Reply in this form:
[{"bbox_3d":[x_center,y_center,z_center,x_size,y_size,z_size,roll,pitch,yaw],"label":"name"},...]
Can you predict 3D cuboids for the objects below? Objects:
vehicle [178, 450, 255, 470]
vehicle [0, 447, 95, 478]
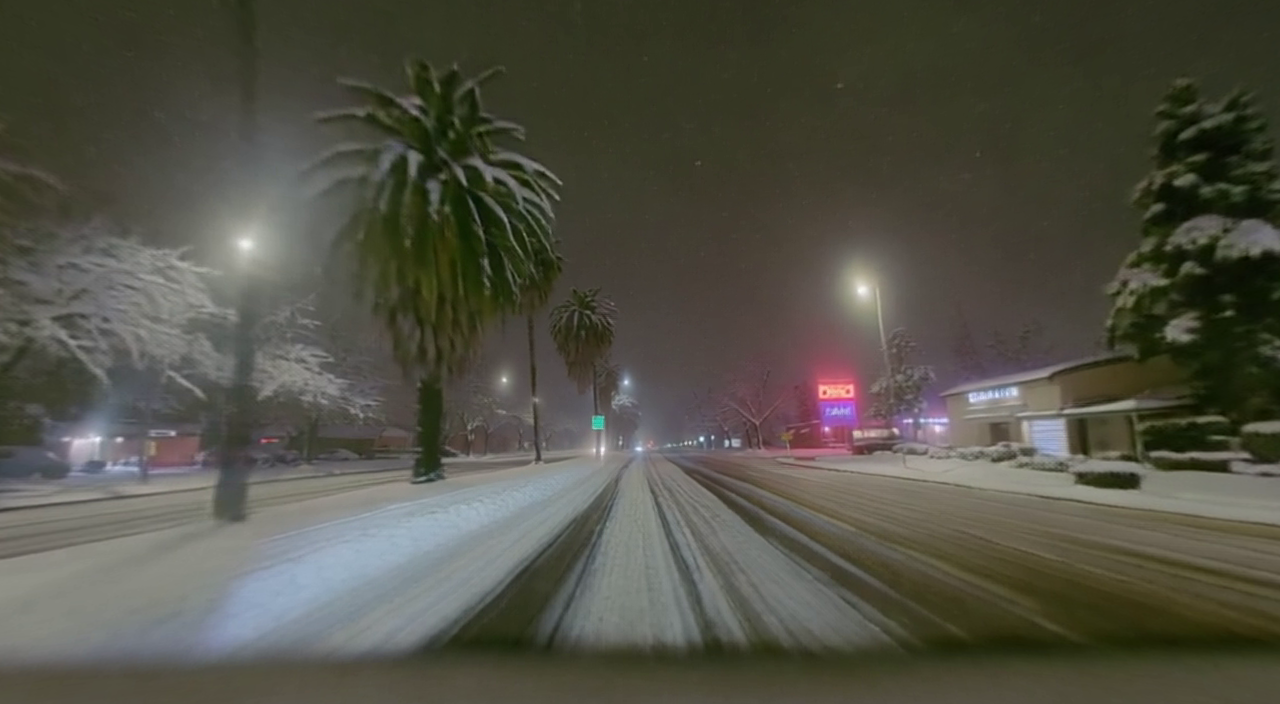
[{"bbox_3d":[-31.528,8.041,47.100,4.351,1.430,1.858,0,-9,-2],"label":"vehicle"},{"bbox_3d":[-32.099,5.826,33.479,4.607,1.572,2.003,0,-8,2],"label":"vehicle"}]
